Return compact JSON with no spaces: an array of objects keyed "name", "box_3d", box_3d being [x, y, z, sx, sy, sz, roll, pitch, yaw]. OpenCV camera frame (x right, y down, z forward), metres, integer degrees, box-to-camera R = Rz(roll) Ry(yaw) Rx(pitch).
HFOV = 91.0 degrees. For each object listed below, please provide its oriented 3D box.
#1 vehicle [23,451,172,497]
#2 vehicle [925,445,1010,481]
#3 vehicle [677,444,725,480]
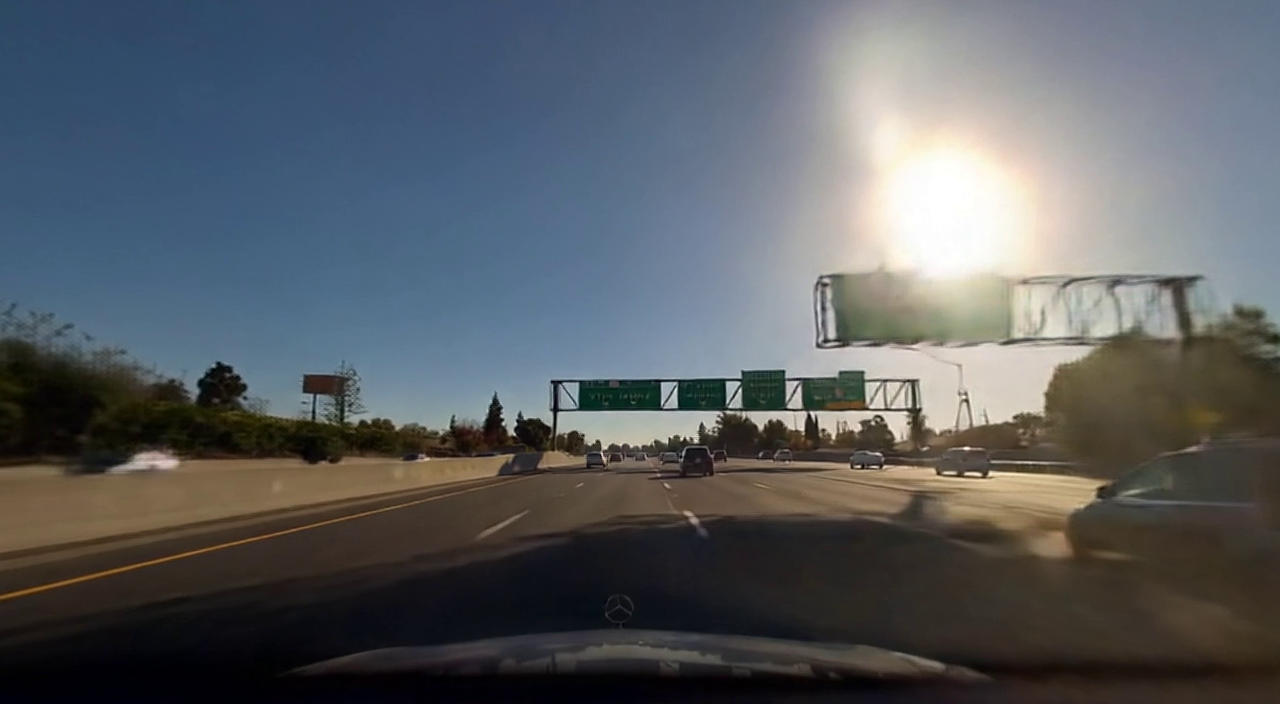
[{"name":"vehicle","box_3d":[-22.974,5.146,27.009,2.057,1.759,4.861,0,-9,0]},{"name":"vehicle","box_3d":[17.264,5.854,33.524,2.116,1.754,4.727,0,-9,2]},{"name":"vehicle","box_3d":[3.255,6.009,34.632,2.147,1.794,4.538,0,-9,0]}]
